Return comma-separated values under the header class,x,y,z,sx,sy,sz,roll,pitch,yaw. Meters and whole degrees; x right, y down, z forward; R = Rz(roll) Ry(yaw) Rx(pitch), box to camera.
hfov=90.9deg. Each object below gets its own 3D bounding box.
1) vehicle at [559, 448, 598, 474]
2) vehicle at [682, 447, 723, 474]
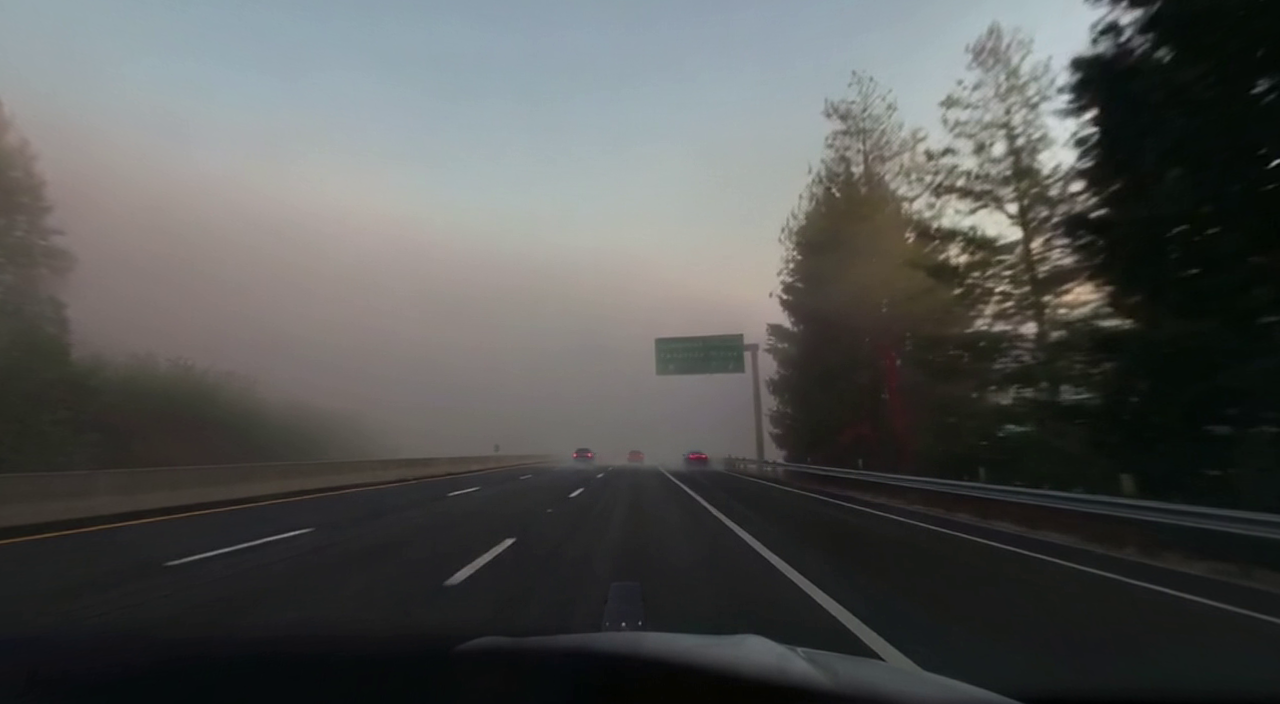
class,x,y,z,sx,sy,sz,roll,pitch,yaw
vehicle,-3.604,6.477,37.681,1.955,1.468,3.637,0,-9,0
vehicle,3.660,6.458,37.687,2.019,1.475,4.301,0,-9,0
